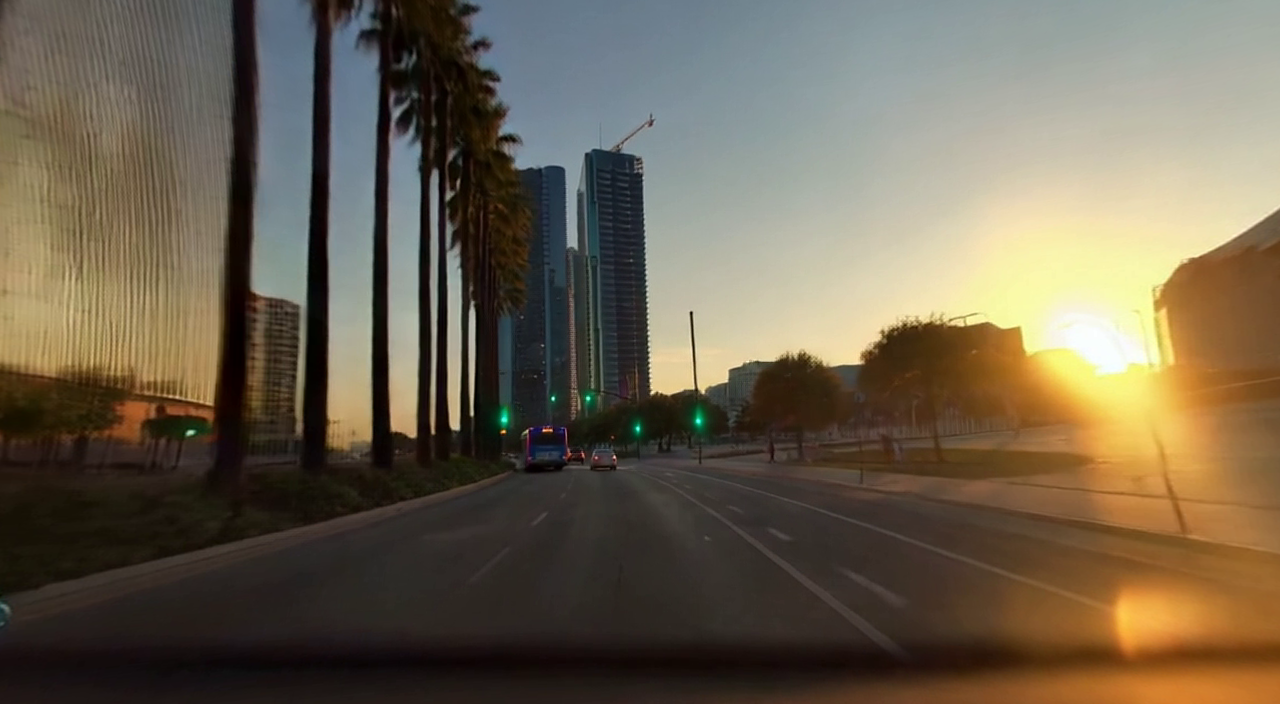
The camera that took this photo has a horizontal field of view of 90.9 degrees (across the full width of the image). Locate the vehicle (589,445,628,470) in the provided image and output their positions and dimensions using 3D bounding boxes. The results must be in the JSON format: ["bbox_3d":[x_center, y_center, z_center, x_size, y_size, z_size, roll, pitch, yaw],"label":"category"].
[{"bbox_3d":[-1.996,6.496,39.041,2.107,1.481,4.097,1,-8,-7],"label":"vehicle"}]

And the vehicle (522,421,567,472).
[{"bbox_3d":[-6.276,6.329,42.357,2.678,3.042,8.474,1,-8,-7],"label":"vehicle"}]
